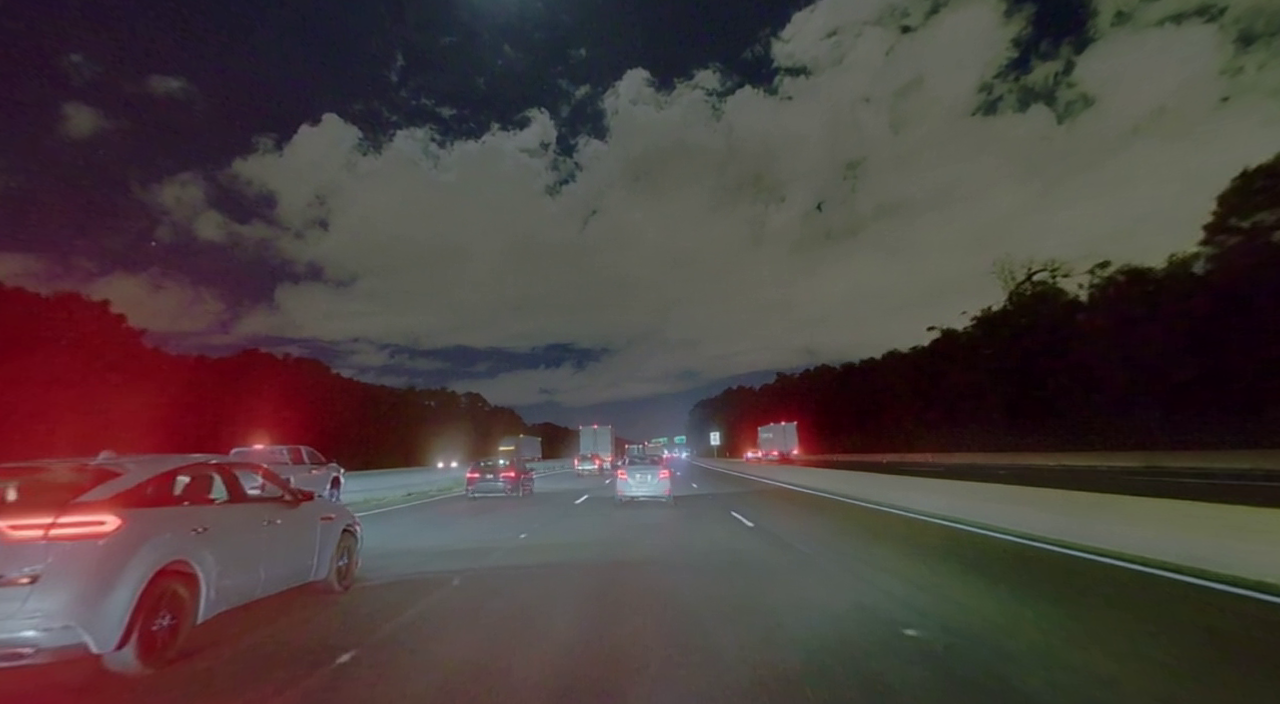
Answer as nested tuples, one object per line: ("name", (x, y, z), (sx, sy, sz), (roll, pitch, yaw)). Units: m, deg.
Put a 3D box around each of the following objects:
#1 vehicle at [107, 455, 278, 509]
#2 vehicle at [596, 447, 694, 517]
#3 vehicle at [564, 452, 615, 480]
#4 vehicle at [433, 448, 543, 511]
("vehicle", (-13.973, 4.052, 20.113), (1.940, 1.482, 4.610), (-1, -9, 2))
("vehicle", (0.110, 3.055, 15.315), (2.057, 1.449, 3.931), (0, -9, 0))
("vehicle", (-2.851, 6.263, 34.912), (1.952, 1.402, 4.184), (2, -9, -16))
("vehicle", (-4.068, 3.470, 17.670), (1.929, 1.509, 4.331), (0, -9, 1))
